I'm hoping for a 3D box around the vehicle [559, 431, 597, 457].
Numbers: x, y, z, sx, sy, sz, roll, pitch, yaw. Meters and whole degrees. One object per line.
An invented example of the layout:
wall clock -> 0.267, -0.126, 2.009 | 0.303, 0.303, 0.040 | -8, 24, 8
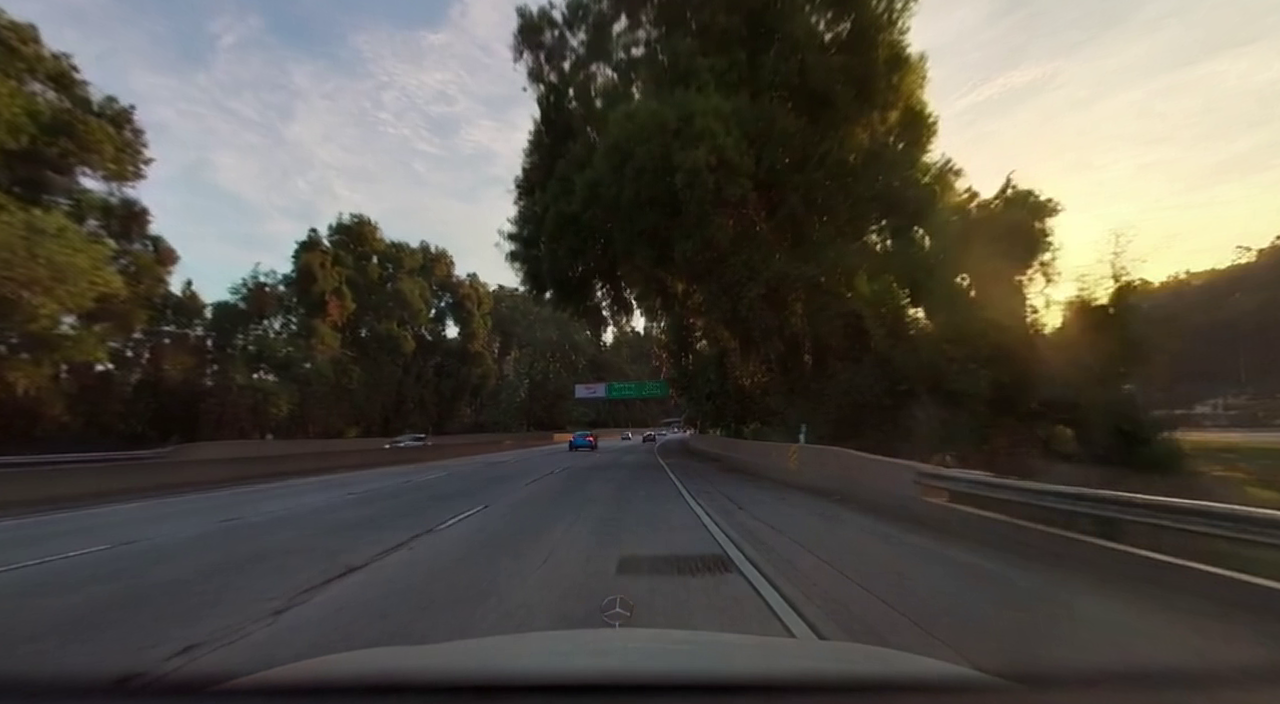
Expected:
vehicle -> -4.028, 6.070, 41.743 | 2.052, 1.626, 4.514 | 0, -8, 1
